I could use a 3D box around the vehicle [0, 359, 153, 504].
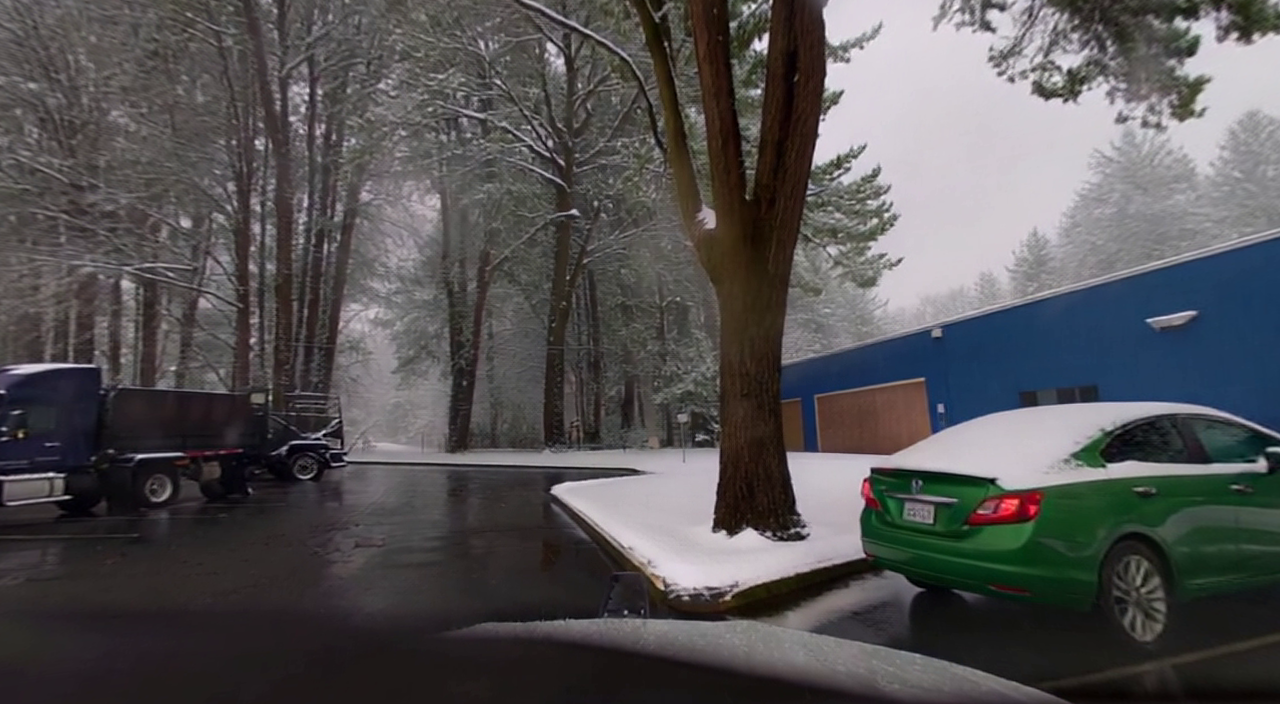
[{"bbox_3d":[-21.009,2.782,21.229,11.512,3.871,3.038,-6,-10,31],"label":"vehicle"}]

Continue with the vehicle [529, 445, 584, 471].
[{"bbox_3d":[-5.206,6.669,39.820,1.809,1.506,3.473,-5,-10,26],"label":"vehicle"}]

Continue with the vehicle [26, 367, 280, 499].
[{"bbox_3d":[-18.682,3.162,23.788,11.906,4.069,2.948,-5,-10,30],"label":"vehicle"}]
